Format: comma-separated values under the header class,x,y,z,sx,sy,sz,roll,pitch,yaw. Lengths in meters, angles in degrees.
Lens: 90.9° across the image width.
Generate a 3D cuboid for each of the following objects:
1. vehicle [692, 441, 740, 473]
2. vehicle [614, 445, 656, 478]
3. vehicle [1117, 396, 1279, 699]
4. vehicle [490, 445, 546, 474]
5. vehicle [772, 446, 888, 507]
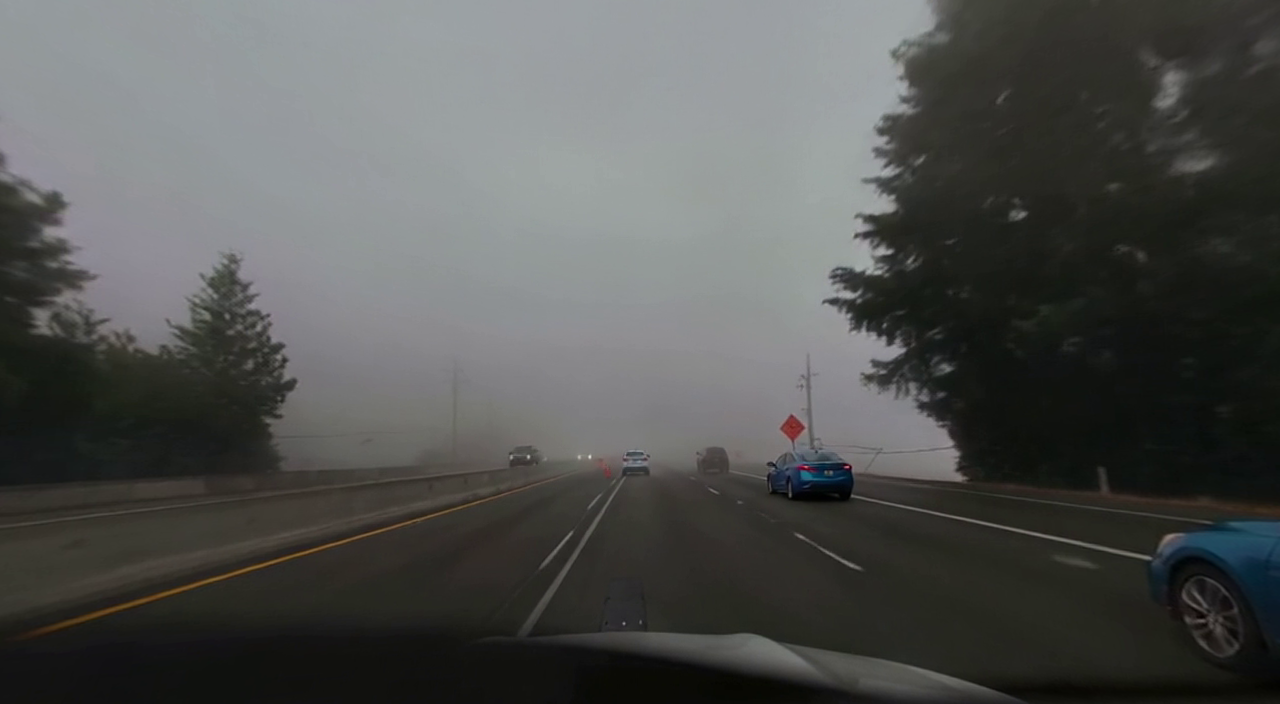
class,x,y,z,sx,sy,sz,roll,pitch,yaw
vehicle,4.946,6.929,41.965,2.559,1.943,5.610,0,-8,1
vehicle,-0.214,5.755,33.484,2.096,1.583,4.150,0,-8,1
vehicle,4.331,0.837,2.054,1.997,1.568,4.529,0,-8,0
vehicle,-7.604,6.738,39.862,2.308,1.694,4.945,-1,-8,2
vehicle,4.956,3.280,17.093,1.881,1.409,4.016,0,-8,0
